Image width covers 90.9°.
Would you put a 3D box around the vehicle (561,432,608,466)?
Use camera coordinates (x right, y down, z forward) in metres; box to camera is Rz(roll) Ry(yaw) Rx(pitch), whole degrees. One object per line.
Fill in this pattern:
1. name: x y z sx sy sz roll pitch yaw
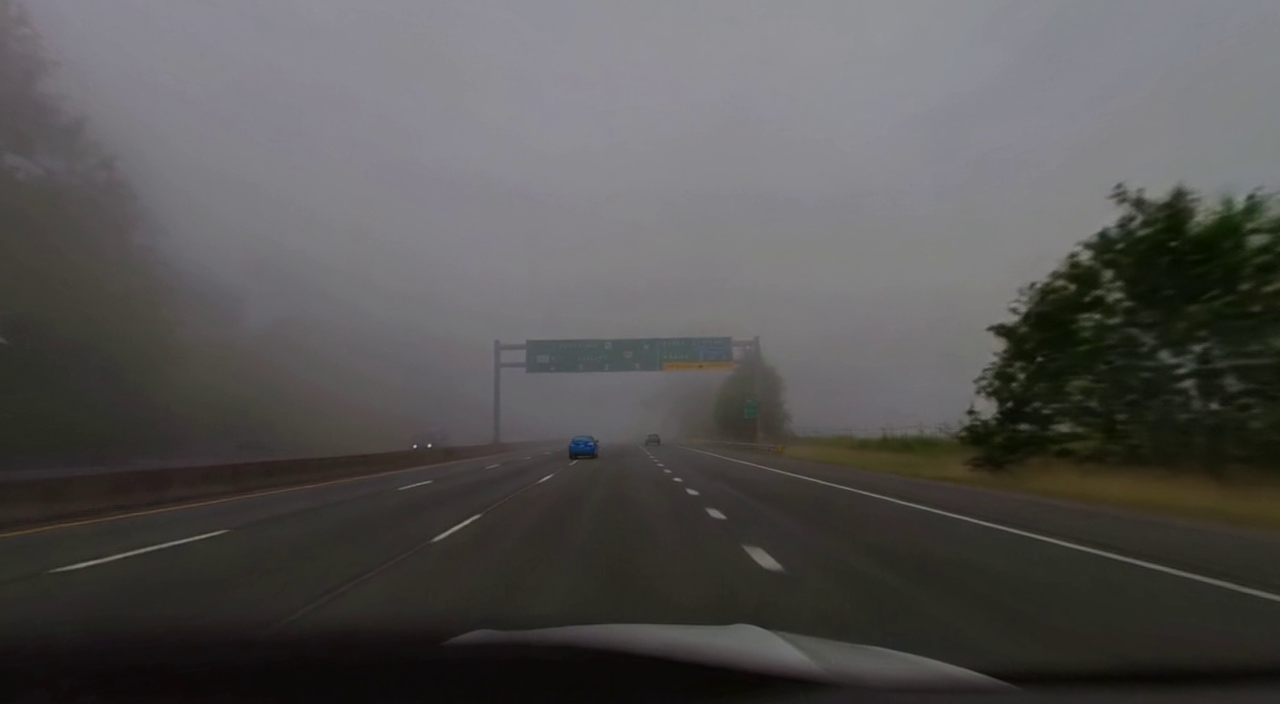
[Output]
1. vehicle: -2.595 4.591 30.189 2.000 1.491 3.913 0 -8 -1
